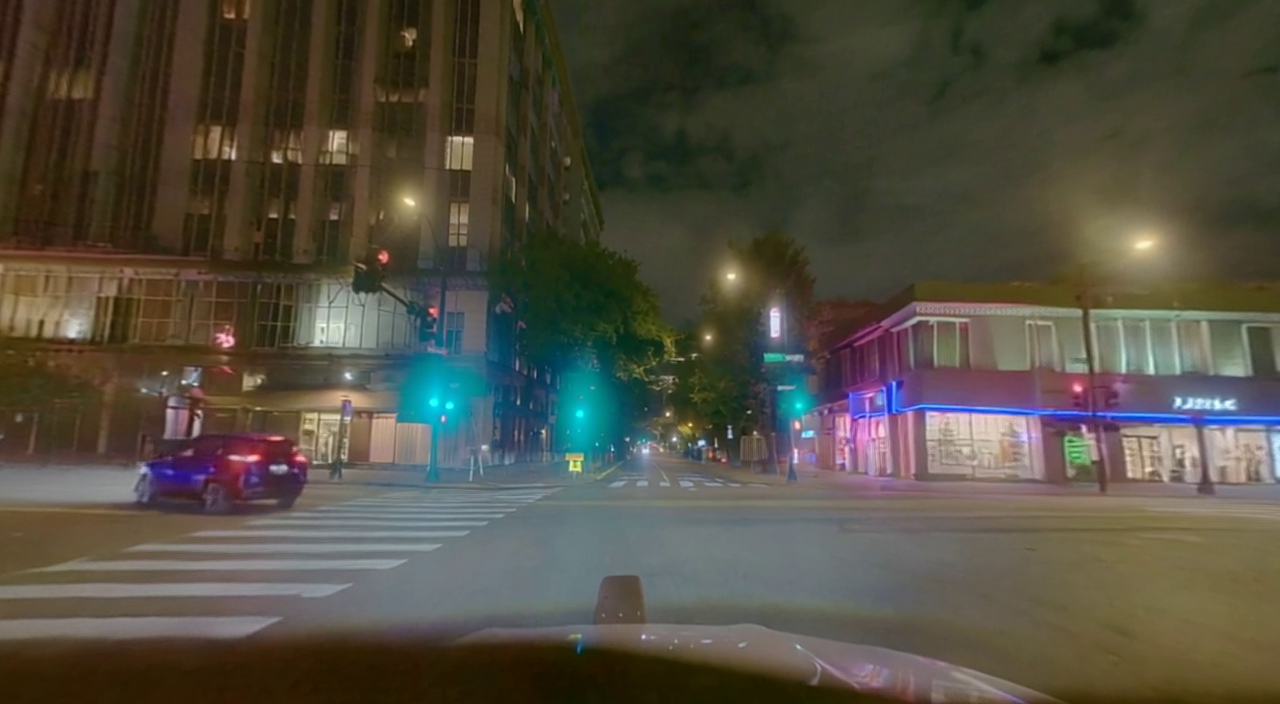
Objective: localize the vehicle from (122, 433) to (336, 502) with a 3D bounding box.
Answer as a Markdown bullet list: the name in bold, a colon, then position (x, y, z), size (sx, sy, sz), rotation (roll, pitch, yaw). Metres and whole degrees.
- **vehicle**: position (-10.069, 2.778, 15.542), size (4.459, 1.482, 2.106), rotation (-3, -9, 21)
